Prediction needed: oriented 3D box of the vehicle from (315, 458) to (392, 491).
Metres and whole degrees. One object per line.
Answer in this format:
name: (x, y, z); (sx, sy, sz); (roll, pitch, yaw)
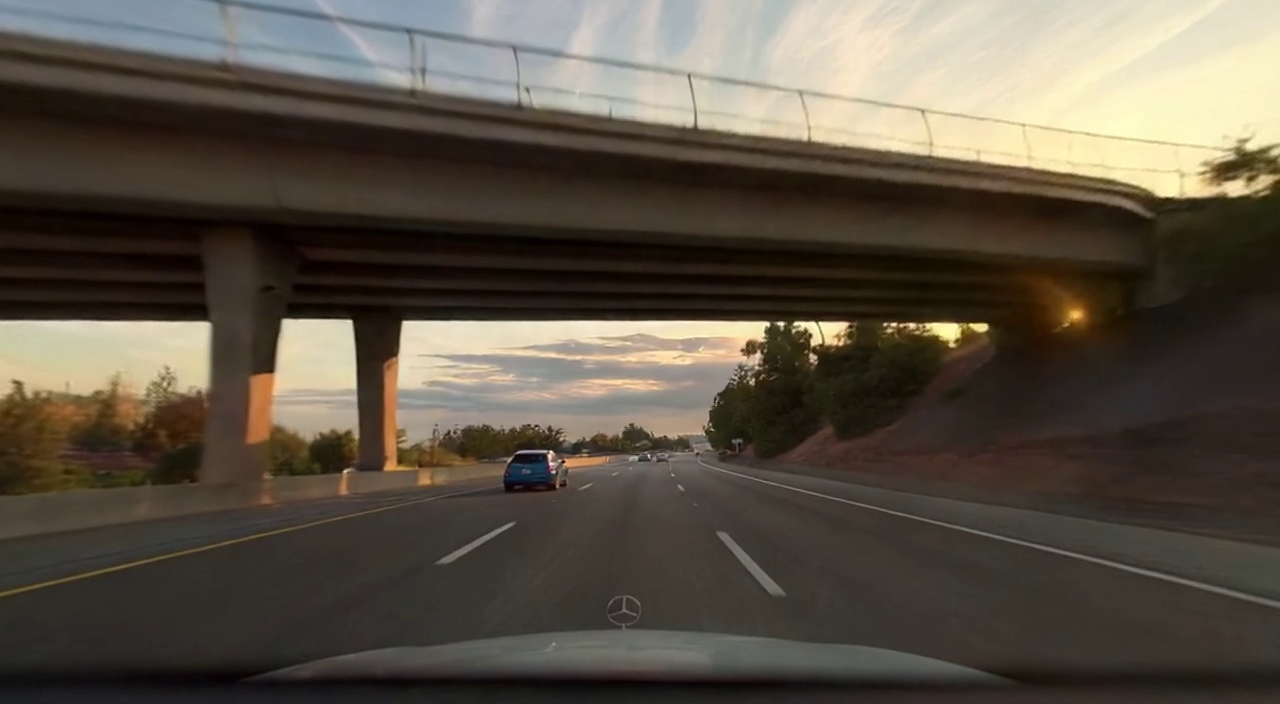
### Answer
vehicle: (-15.674, 6.683, 34.735); (1.994, 1.614, 4.446); (-1, -9, 2)

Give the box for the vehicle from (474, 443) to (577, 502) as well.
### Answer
vehicle: (-3.473, 3.777, 20.168); (2.274, 1.628, 4.807); (-1, -9, 2)
